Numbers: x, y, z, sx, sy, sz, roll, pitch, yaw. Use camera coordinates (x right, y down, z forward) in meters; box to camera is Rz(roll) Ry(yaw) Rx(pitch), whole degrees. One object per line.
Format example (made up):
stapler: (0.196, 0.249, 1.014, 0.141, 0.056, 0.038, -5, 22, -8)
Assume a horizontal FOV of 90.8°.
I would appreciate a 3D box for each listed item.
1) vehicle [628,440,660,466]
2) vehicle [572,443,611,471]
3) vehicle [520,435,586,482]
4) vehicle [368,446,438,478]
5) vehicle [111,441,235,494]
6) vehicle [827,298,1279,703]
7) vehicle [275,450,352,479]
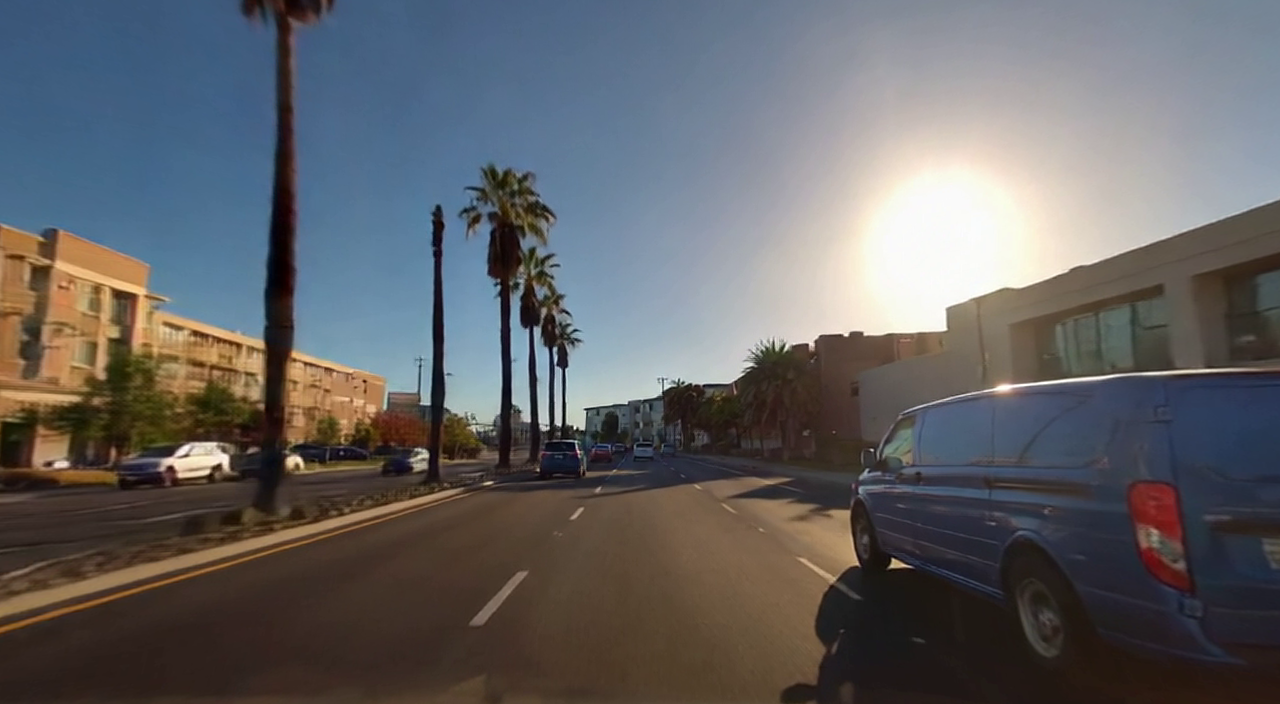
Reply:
vehicle: (0.273, 7.174, 45.116, 2.191, 1.761, 3.857, 0, -8, -1)
vehicle: (-2.723, 5.982, 36.192, 1.869, 1.454, 4.142, 0, -8, 0)
vehicle: (-3.374, 4.238, 25.351, 1.967, 1.703, 4.157, 0, -8, 1)
vehicle: (-11.755, 5.447, 31.620, 1.857, 1.473, 4.298, 0, -8, 0)
vehicle: (-21.420, 5.255, 29.330, 1.931, 2.187, 5.001, -1, -8, -1)
vehicle: (3.313, 1.081, 4.826, 2.234, 1.912, 4.847, 0, -8, -1)
vehicle: (-18.325, 6.293, 35.725, 1.934, 1.470, 4.487, 0, -8, 0)
